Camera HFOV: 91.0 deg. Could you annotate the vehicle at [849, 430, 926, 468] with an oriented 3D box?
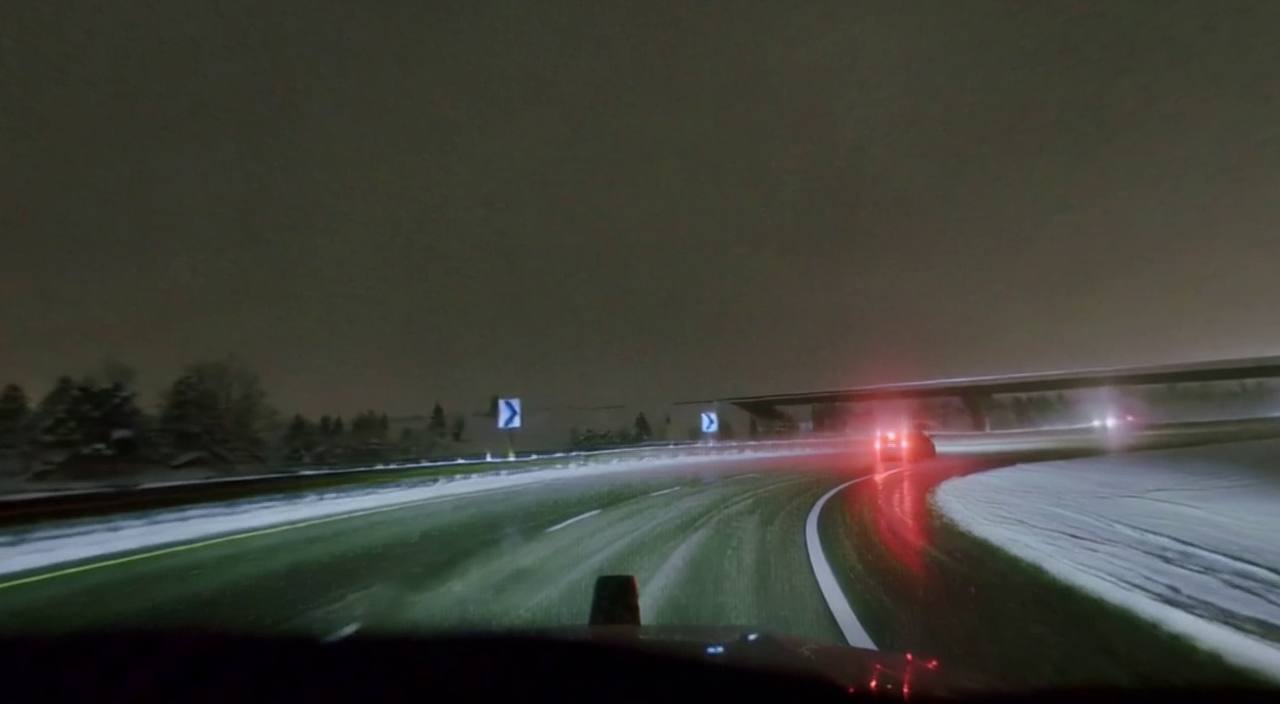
[{"bbox_3d":[11.231,4.333,28.420,2.028,1.440,3.970,-3,-8,41],"label":"vehicle"}]
